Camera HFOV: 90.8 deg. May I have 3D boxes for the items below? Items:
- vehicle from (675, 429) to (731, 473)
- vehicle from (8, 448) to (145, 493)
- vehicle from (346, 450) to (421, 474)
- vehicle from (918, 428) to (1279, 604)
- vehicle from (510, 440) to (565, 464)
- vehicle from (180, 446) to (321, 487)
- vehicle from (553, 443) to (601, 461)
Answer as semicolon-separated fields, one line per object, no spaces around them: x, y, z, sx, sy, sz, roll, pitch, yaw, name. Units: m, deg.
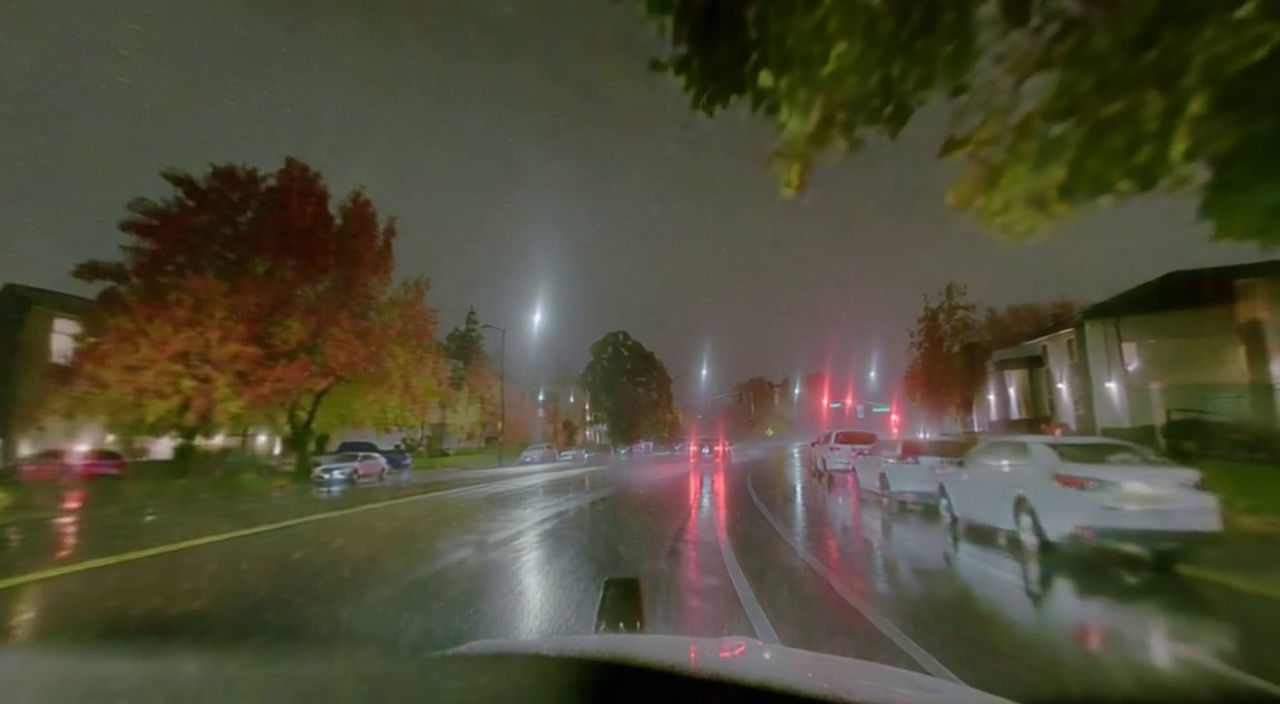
2.769;4.166;26.782;1.852;1.680;4.488;-2;-8;12;vehicle
-24.382;5.076;27.405;4.385;1.800;1.992;-1;-8;10;vehicle
-16.477;7.066;40.654;4.195;1.400;1.726;-2;-8;12;vehicle
5.186;1.697;7.597;1.940;1.456;4.502;-1;-8;5;vehicle
-6.827;6.732;42.668;1.918;1.508;4.353;-2;-8;17;vehicle
-19.739;5.806;32.109;5.953;1.868;2.049;0;-10;7;vehicle
-4.825;7.689;48.950;1.893;1.310;4.719;-3;-9;19;vehicle
